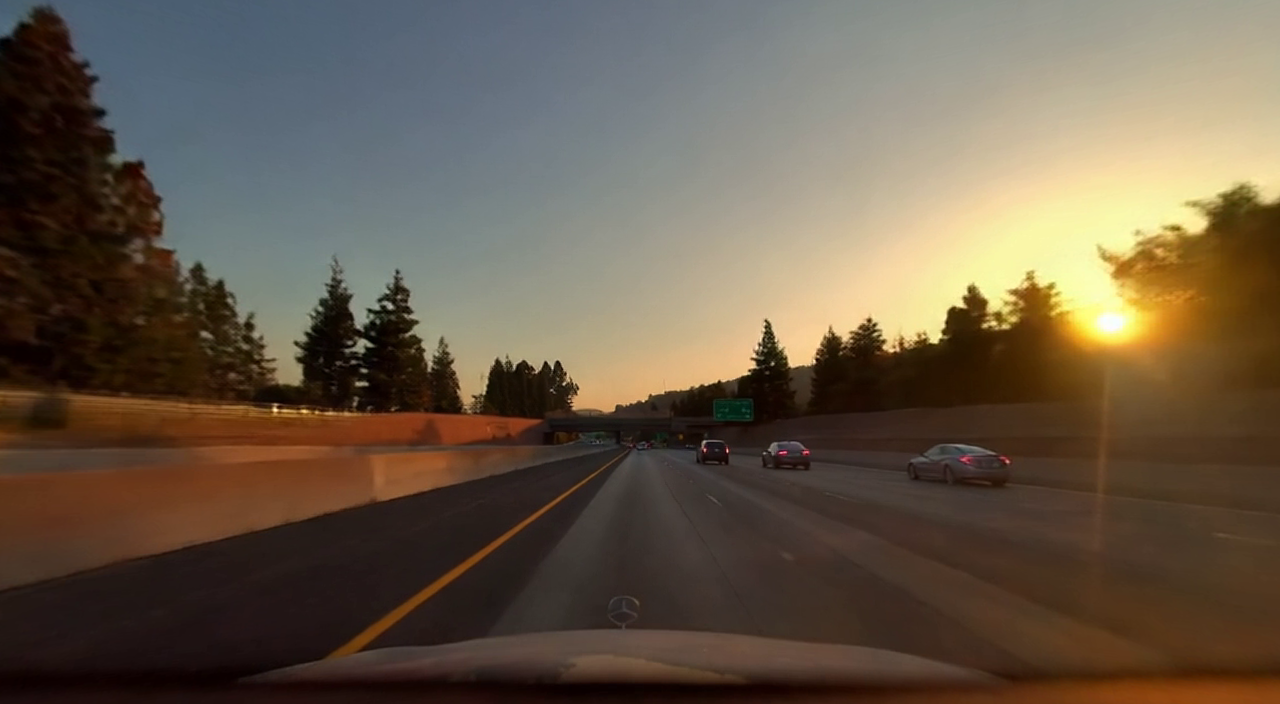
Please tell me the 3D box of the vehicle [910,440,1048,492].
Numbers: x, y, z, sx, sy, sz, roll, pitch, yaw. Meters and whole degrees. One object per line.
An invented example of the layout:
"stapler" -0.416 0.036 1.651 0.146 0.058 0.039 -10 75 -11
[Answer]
"vehicle" 10.679 3.600 20.332 1.970 1.479 4.480 0 -8 0

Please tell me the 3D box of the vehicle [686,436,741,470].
"vehicle" 3.799 5.312 33.295 2.326 1.644 4.206 0 -8 -1

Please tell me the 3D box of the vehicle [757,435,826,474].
"vehicle" 7.230 4.929 30.612 2.178 1.749 4.570 0 -8 -1
